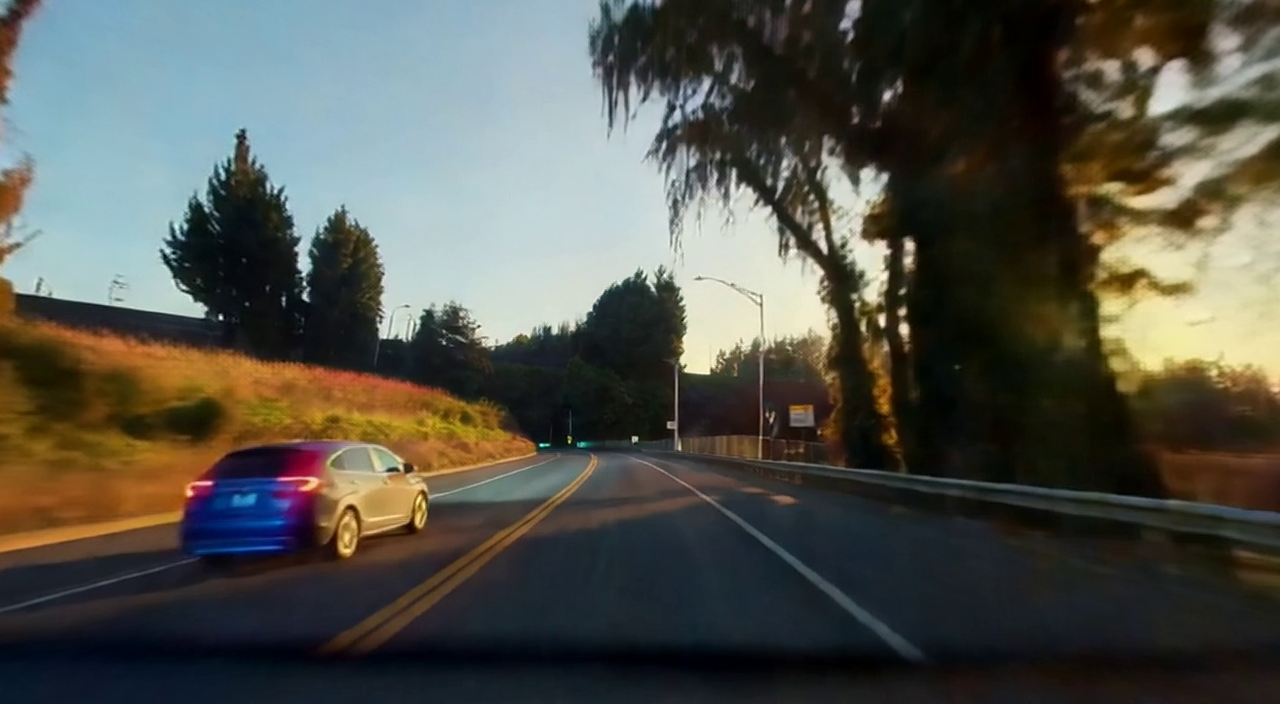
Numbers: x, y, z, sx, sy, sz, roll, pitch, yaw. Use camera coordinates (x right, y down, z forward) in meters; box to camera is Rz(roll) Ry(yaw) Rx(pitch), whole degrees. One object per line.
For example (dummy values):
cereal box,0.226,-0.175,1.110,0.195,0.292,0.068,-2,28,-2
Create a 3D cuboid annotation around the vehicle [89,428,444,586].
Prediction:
vehicle,-4.319,1.833,8.387,1.968,1.503,4.443,0,-8,0
